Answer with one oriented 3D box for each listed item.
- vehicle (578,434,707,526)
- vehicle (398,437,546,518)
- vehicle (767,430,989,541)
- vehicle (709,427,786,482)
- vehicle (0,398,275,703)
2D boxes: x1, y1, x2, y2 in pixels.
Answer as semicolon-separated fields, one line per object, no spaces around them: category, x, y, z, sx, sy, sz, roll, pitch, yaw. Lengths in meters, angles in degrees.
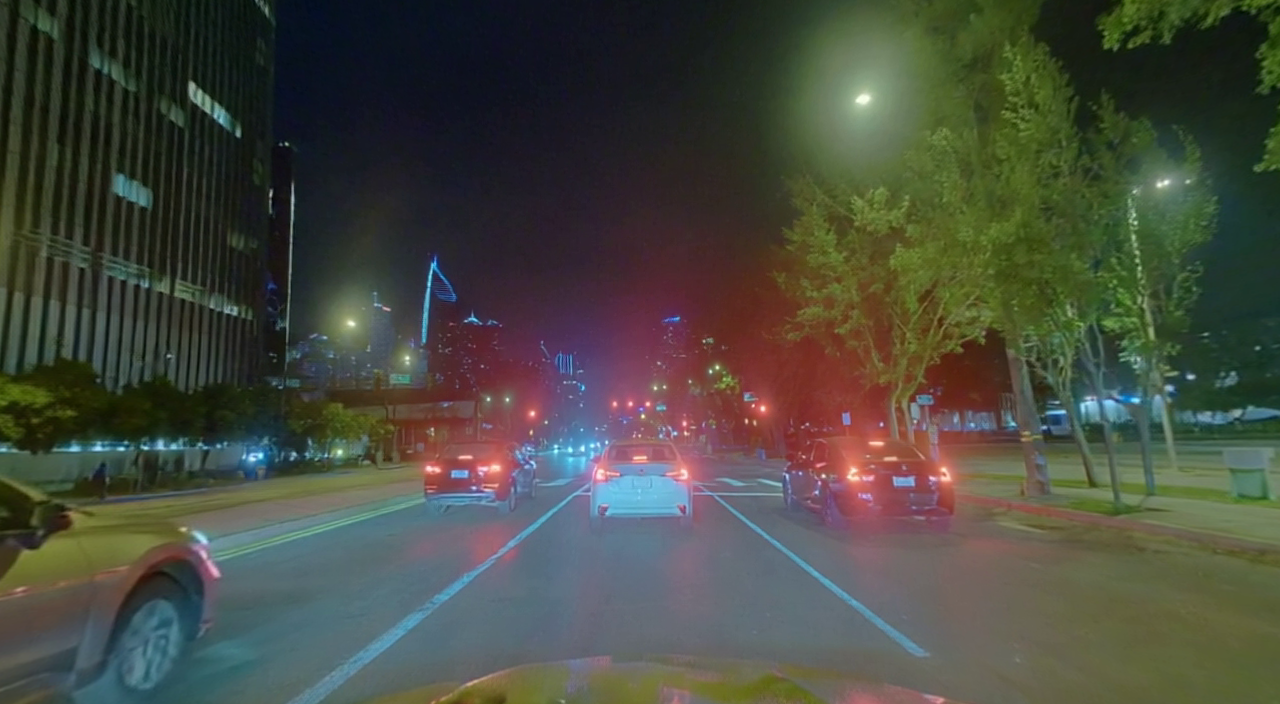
vehicle;-0.021;2.385;12.324;2.101;1.480;3.929;0;-8;-2
vehicle;-3.419;2.618;13.715;2.002;1.465;4.098;0;-8;1
vehicle;3.729;2.163;10.930;1.990;1.486;4.431;0;-8;-2
vehicle;4.199;4.119;25.591;2.142;1.957;5.443;0;-8;0
vehicle;-3.342;0.832;1.693;2.038;1.481;4.379;0;-8;1
